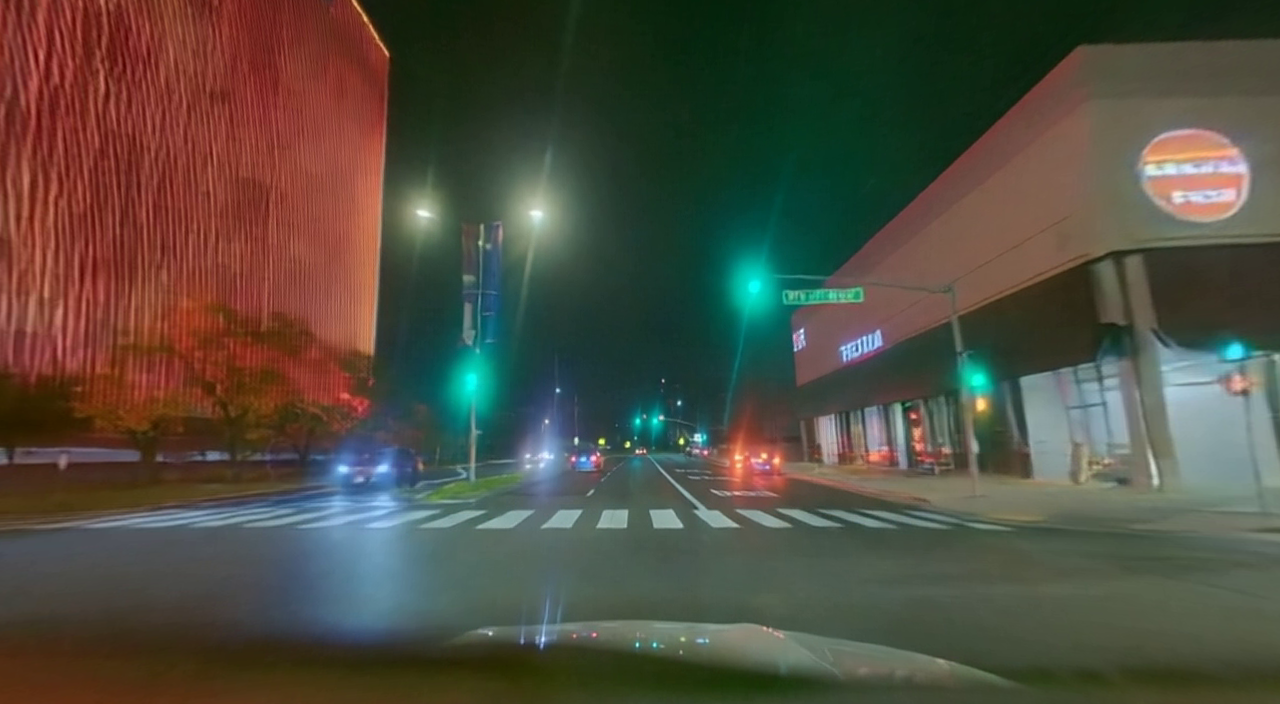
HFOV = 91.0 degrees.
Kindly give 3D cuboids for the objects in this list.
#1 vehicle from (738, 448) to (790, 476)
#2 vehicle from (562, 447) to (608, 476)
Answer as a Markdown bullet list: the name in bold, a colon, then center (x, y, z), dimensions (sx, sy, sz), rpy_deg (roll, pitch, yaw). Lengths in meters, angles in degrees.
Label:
- **vehicle**: center (7.240, 6.455, 37.248), dimensions (1.968, 1.493, 4.878), rpy_deg (0, -9, -1)
- **vehicle**: center (-2.907, 5.868, 34.091), dimensions (2.078, 1.471, 4.217), rpy_deg (0, -9, 0)
